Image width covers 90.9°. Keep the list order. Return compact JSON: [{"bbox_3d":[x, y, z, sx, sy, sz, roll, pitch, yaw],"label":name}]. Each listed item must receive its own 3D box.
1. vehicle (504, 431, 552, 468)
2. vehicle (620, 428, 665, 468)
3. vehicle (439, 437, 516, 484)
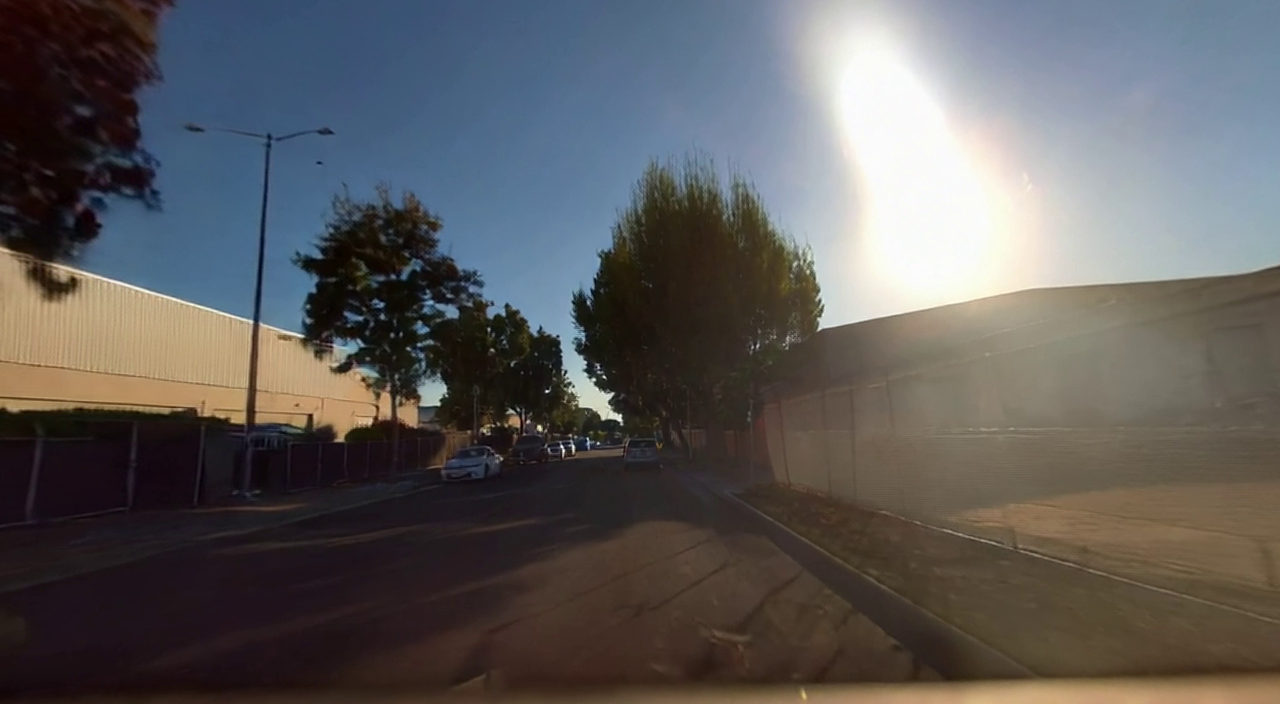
[{"bbox_3d":[-6.673,5.899,38.052,2.005,1.989,4.929,-3,-9,0],"label":"vehicle"},{"bbox_3d":[0.108,4.893,32.308,2.152,1.874,4.042,0,-8,0],"label":"vehicle"},{"bbox_3d":[-6.089,4.153,24.086,1.938,1.500,4.130,-3,-10,-2],"label":"vehicle"}]
